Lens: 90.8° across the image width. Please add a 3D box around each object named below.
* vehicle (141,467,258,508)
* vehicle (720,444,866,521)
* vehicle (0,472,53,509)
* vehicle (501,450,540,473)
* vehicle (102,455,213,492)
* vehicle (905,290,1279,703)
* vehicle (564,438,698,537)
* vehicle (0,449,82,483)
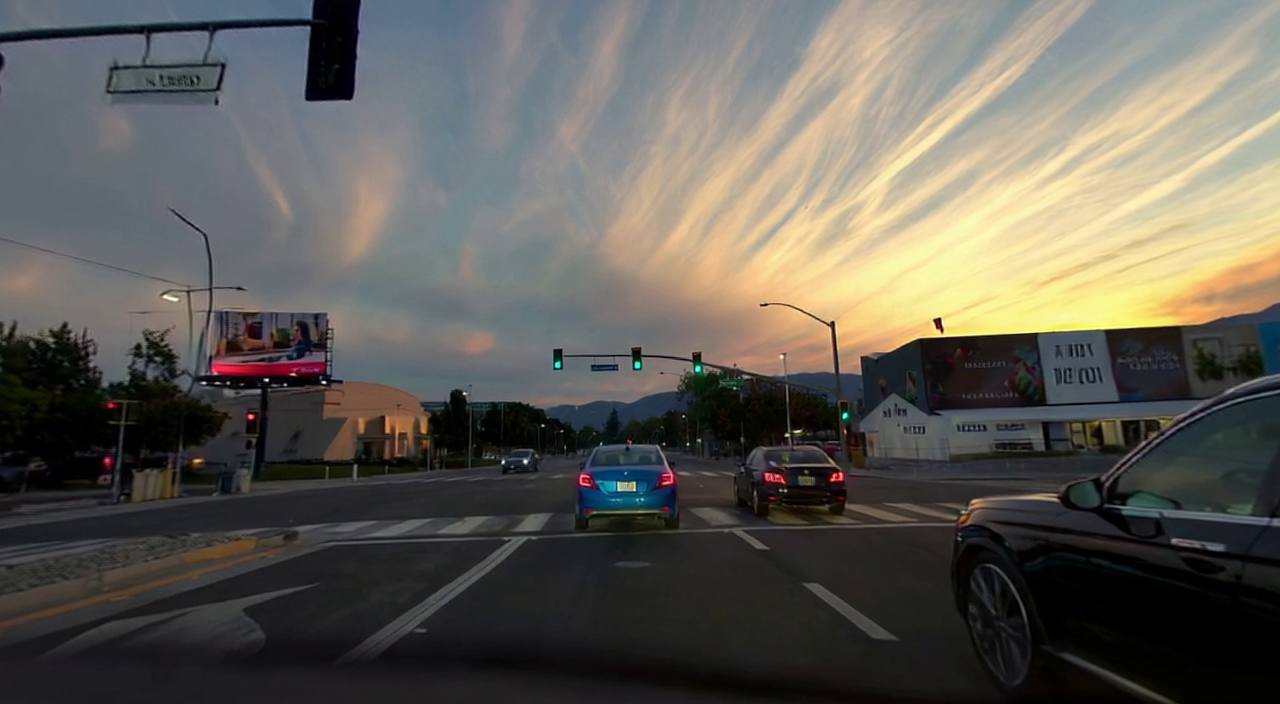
[{"bbox_3d":[-19.155,5.876,27.786,1.942,1.453,4.448,0,-8,0],"label":"vehicle"},{"bbox_3d":[3.153,2.790,14.108,2.009,1.414,4.416,0,-9,-2],"label":"vehicle"},{"bbox_3d":[-28.081,6.190,28.502,1.972,1.433,4.324,8,-12,-39],"label":"vehicle"},{"bbox_3d":[-8.593,7.907,45.896,1.879,1.510,4.619,0,-9,1],"label":"vehicle"},{"bbox_3d":[-27.583,6.937,36.409,2.300,1.932,5.056,-1,-9,2],"label":"vehicle"},{"bbox_3d":[2.985,0.777,2.377,2.047,1.785,4.357,0,-9,0],"label":"vehicle"},{"bbox_3d":[-0.178,2.411,11.851,2.095,1.502,3.873,0,-9,-1],"label":"vehicle"},{"bbox_3d":[-35.721,6.518,36.491,2.145,1.797,5.198,-1,-9,1],"label":"vehicle"}]
